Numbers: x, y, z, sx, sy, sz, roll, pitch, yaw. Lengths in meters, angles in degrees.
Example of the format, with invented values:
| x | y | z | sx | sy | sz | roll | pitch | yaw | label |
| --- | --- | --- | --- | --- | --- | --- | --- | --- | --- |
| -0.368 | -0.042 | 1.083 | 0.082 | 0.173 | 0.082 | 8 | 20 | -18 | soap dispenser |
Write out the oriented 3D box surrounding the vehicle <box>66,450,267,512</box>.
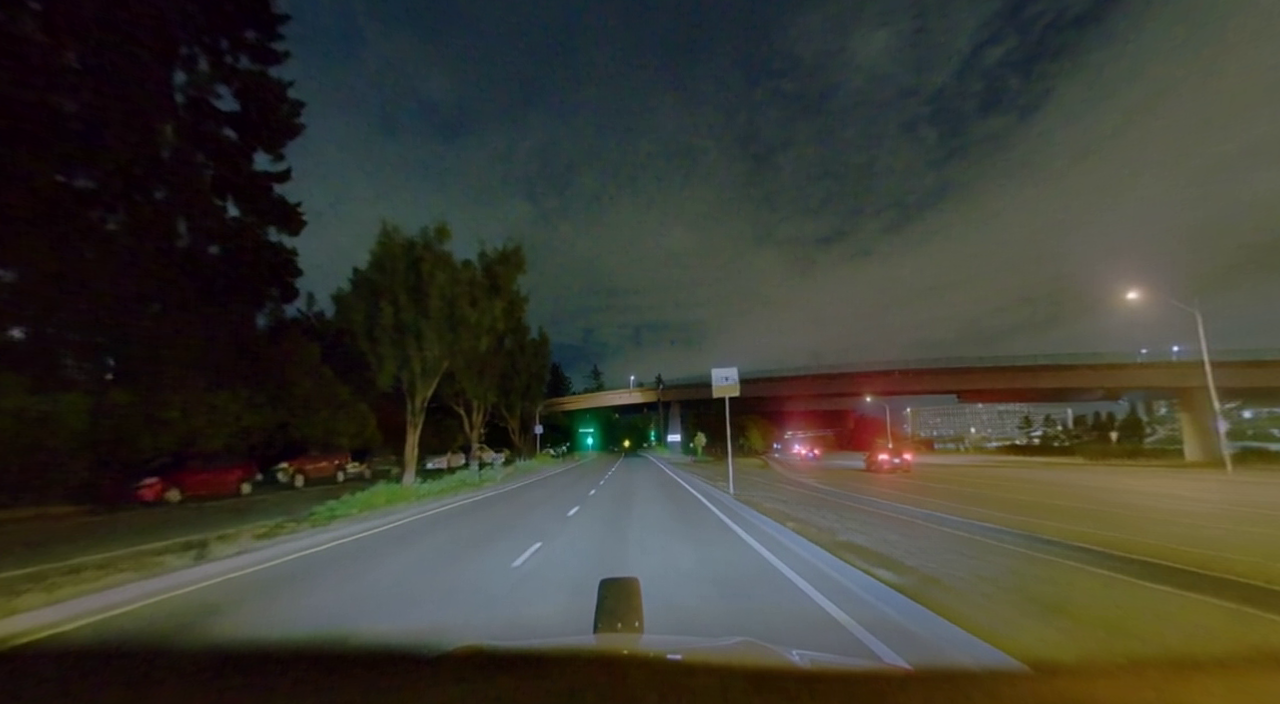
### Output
| x | y | z | sx | sy | sz | roll | pitch | yaw | label |
| --- | --- | --- | --- | --- | --- | --- | --- | --- | --- |
| -13.367 | 3.617 | 18.361 | 2.156 | 1.489 | 4.758 | -1 | -8 | 0 | vehicle |

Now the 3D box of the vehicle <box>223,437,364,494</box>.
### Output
| x | y | z | sx | sy | sz | roll | pitch | yaw | label |
| --- | --- | --- | --- | --- | --- | --- | --- | --- | --- |
| -13.026 | 4.270 | 24.300 | 2.064 | 1.809 | 5.545 | 2 | -8 | 2 | vehicle |

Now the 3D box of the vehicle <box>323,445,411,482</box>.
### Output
| x | y | z | sx | sy | sz | roll | pitch | yaw | label |
| --- | --- | --- | --- | --- | --- | --- | --- | --- | --- |
| -13.040 | 5.334 | 30.575 | 2.074 | 1.529 | 5.079 | 1 | -8 | -1 | vehicle |

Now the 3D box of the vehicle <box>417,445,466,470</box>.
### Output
| x | y | z | sx | sy | sz | roll | pitch | yaw | label |
| --- | --- | --- | --- | --- | --- | --- | --- | --- | --- |
| -13.162 | 6.997 | 42.265 | 1.907 | 1.553 | 4.683 | 0 | -8 | -2 | vehicle |
